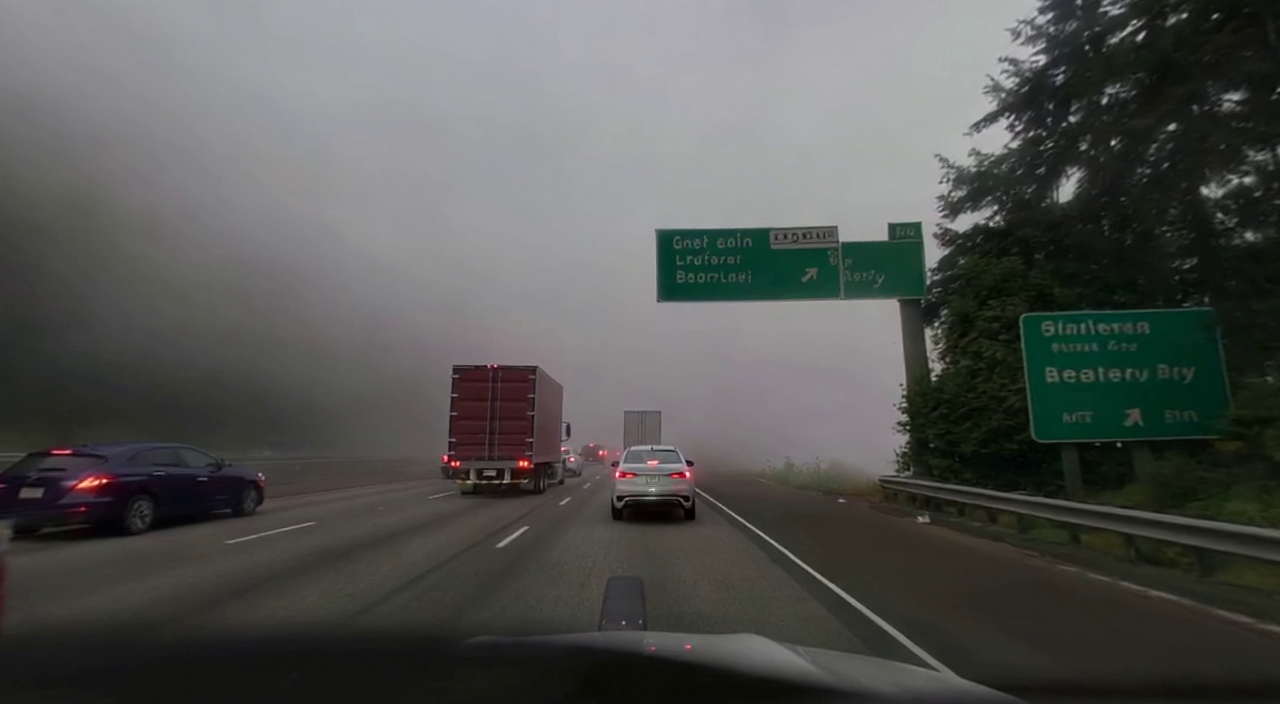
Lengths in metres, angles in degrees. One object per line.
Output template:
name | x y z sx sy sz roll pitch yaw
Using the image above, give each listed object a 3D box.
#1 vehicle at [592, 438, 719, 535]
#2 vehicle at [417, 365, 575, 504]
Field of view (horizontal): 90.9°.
vehicle | 0.238 2.390 11.694 1.995 1.495 3.380 0 -9 0
vehicle | -3.844 2.567 19.045 2.832 3.293 7.782 0 -9 1
